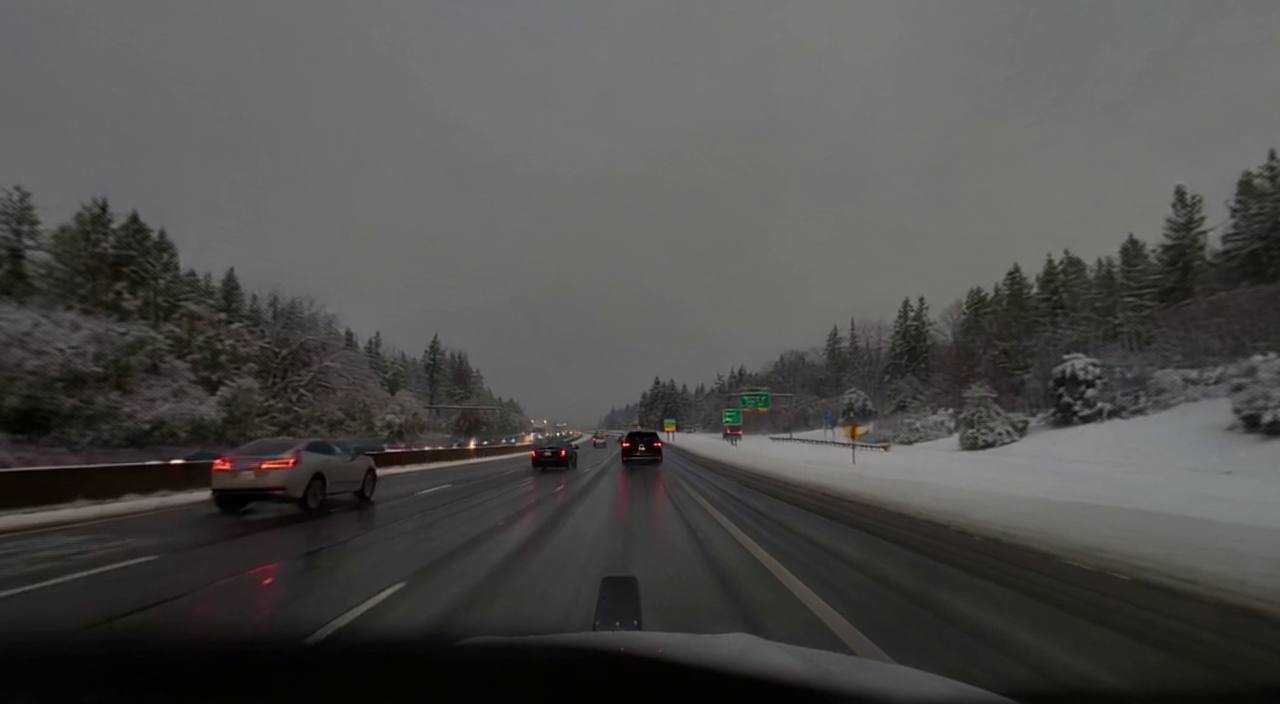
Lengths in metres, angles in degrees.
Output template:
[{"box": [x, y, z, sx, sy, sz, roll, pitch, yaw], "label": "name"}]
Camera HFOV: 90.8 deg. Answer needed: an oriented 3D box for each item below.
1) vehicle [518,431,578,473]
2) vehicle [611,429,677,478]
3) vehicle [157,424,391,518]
[{"box": [-4.075, 4.513, 28.665, 2.044, 1.717, 4.421, 0, -8, 0], "label": "vehicle"}, {"box": [0.113, 4.014, 25.184, 2.378, 1.750, 4.355, 0, -8, -1], "label": "vehicle"}, {"box": [-7.433, 2.459, 13.601, 2.195, 1.652, 4.733, 0, -8, 0], "label": "vehicle"}]
